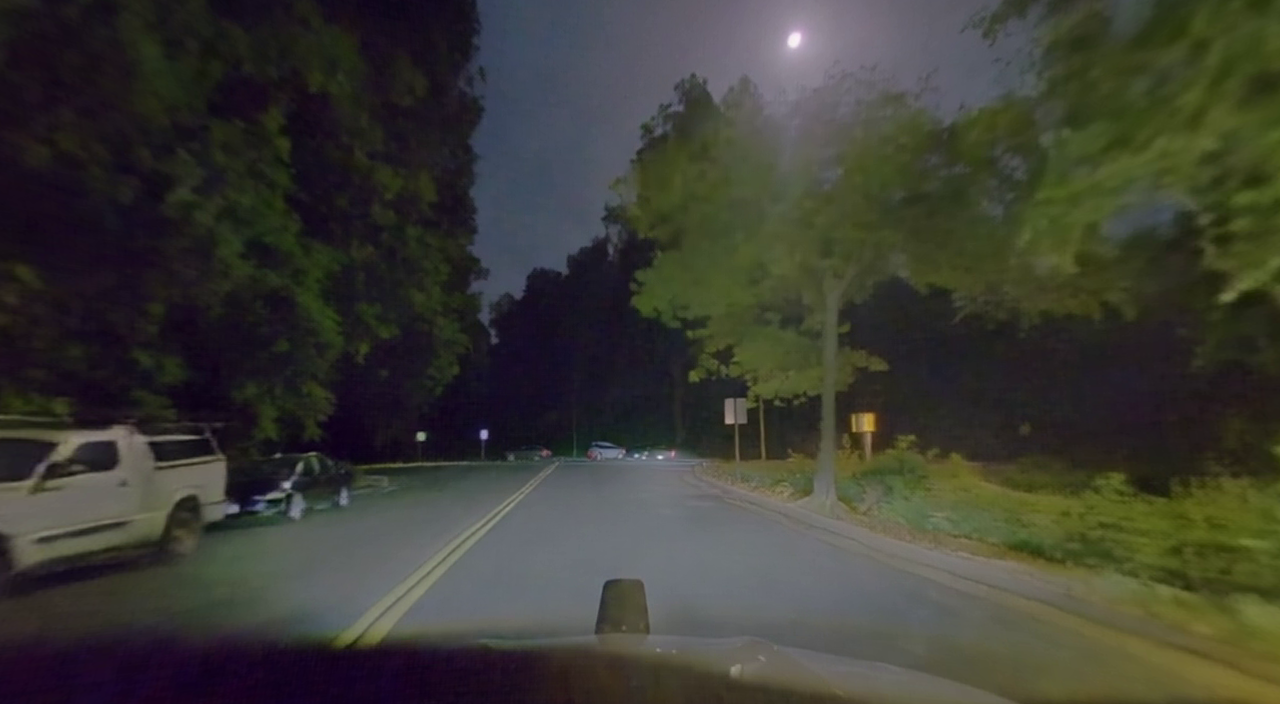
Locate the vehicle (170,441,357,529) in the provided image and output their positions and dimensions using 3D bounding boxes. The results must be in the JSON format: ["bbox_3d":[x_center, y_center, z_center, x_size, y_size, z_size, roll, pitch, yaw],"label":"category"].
[{"bbox_3d":[-8.168,2.853,14.240,1.934,1.646,4.273,1,-8,-6],"label":"vehicle"}]

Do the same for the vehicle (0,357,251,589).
[{"bbox_3d":[-7.475,1.563,7.439,2.583,2.167,5.667,-4,-11,-5],"label":"vehicle"}]
